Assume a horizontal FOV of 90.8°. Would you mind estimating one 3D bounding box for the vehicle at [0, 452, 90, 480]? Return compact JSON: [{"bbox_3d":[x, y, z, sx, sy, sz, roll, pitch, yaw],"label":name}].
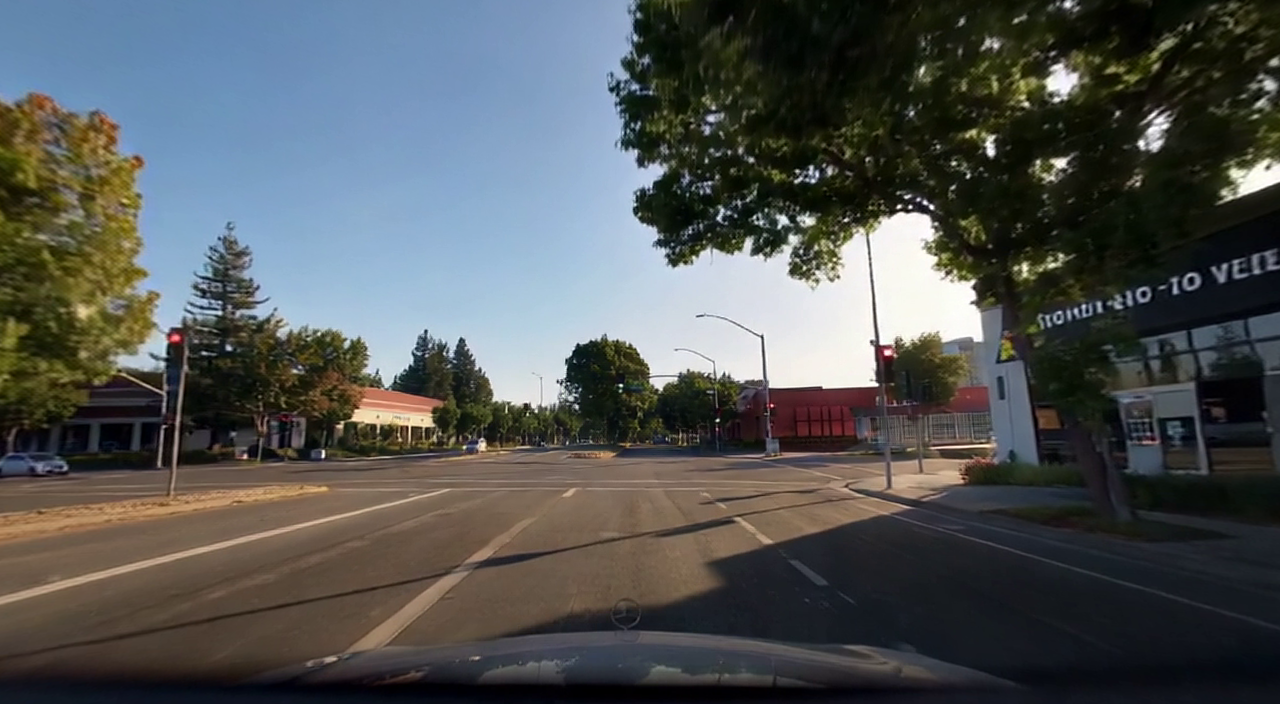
[{"bbox_3d":[-34.333,6.435,35.781,4.500,1.465,1.936,0,-9,1],"label":"vehicle"}]
